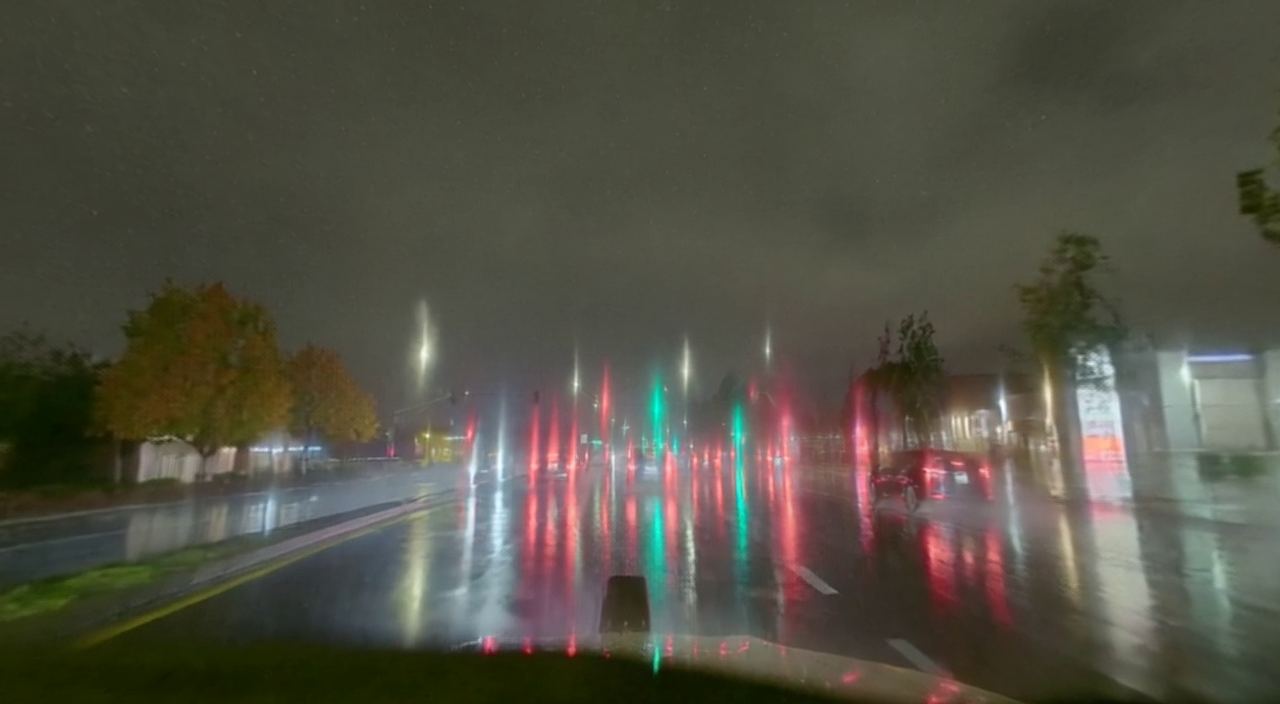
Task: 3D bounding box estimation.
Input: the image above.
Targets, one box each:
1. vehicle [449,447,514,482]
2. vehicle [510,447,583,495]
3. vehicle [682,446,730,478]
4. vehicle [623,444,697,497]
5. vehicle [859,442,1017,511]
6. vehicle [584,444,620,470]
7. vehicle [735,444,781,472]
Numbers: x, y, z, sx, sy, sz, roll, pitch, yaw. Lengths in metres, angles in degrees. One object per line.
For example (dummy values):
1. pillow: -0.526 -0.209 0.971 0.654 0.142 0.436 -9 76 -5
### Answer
1. vehicle: -8.254 5.883 33.280 2.212 1.652 4.376 -1 -8 1
2. vehicle: -3.149 4.065 22.055 1.938 1.472 4.399 0 -8 -1
3. vehicle: 3.341 5.661 32.821 1.988 1.528 4.144 0 -8 -1
4. vehicle: 0.581 3.645 19.796 2.096 1.473 3.893 0 -8 0
5. vehicle: 7.424 3.106 16.295 1.892 1.515 4.400 0 -8 -1
6. vehicle: -2.624 7.358 44.500 2.219 1.699 4.090 -1 -8 2
7. vehicle: 7.603 6.848 41.064 2.044 1.701 4.397 0 -8 -1
